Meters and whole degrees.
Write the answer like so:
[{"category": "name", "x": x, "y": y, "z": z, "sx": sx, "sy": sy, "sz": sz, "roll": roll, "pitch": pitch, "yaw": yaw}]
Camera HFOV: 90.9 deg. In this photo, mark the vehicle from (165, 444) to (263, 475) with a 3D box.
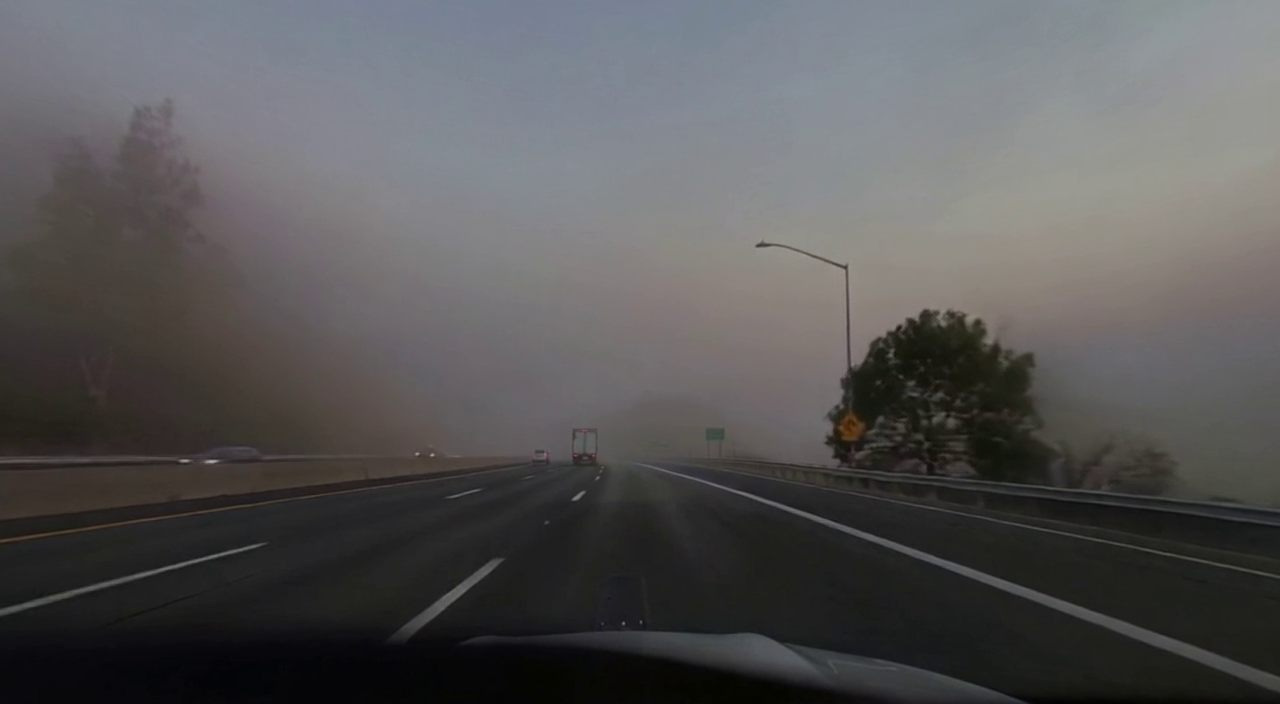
[{"category": "vehicle", "x": -22.210, "y": 5.582, "z": 33.162, "sx": 1.994, "sy": 1.484, "sz": 4.733, "roll": 0, "pitch": -8, "yaw": -2}]
